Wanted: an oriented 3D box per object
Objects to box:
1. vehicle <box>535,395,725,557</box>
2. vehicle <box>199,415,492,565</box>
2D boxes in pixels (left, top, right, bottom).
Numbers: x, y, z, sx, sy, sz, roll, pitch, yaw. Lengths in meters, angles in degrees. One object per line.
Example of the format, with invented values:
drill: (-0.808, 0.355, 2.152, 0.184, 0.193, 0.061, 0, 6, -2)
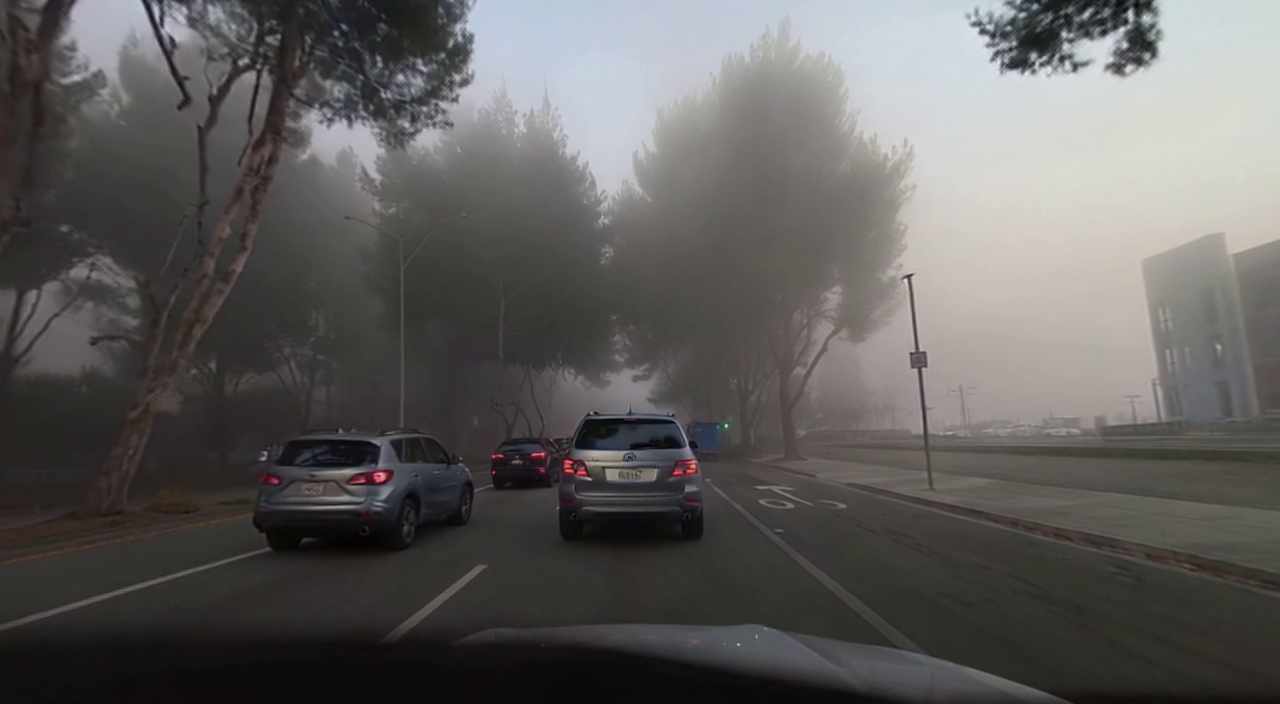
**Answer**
vehicle: (-0.088, 1.652, 8.985, 2.075, 1.770, 4.018, 0, -8, 1)
vehicle: (-3.760, 1.845, 9.250, 1.959, 1.614, 4.676, 0, -8, 1)
